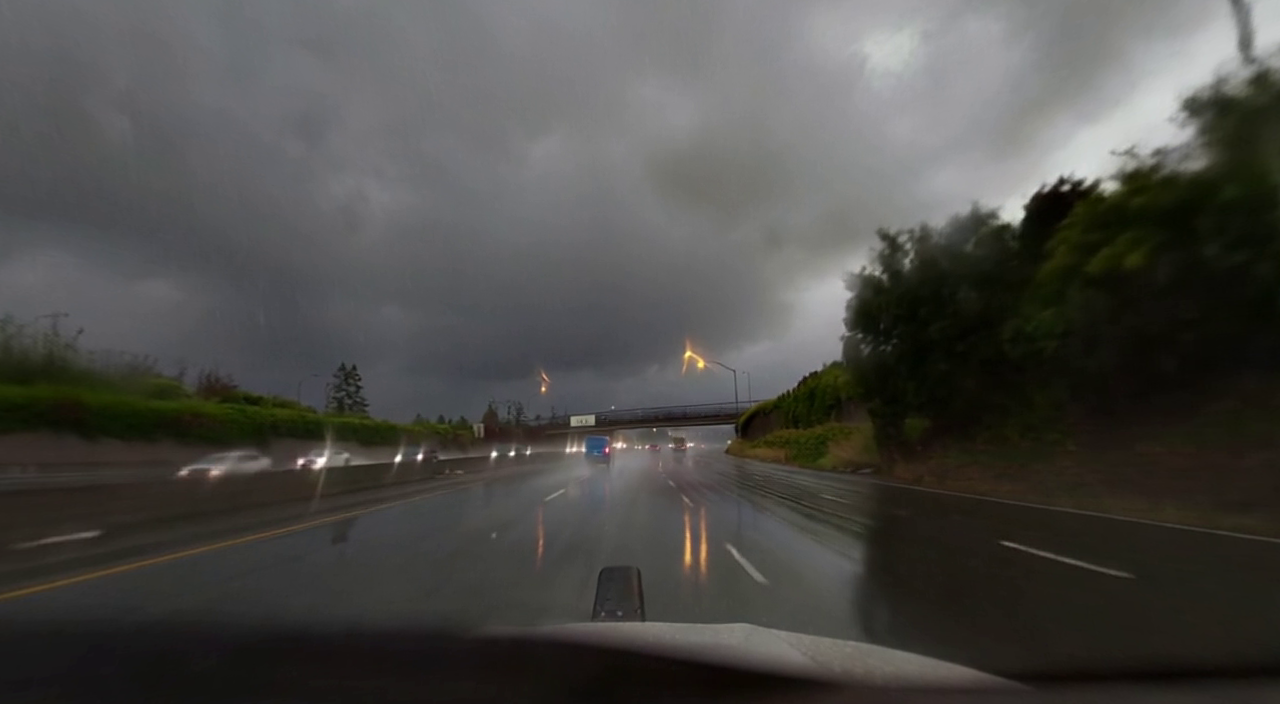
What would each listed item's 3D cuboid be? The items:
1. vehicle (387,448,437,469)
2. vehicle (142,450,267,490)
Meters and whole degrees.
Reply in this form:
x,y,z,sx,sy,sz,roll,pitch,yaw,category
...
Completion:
x,y,z,sx,sy,sz,roll,pitch,yaw,category
-17.263,8.087,48.020,1.905,1.474,4.495,-1,-8,3,vehicle
-17.976,4.857,26.395,1.969,1.480,4.473,0,-8,1,vehicle
